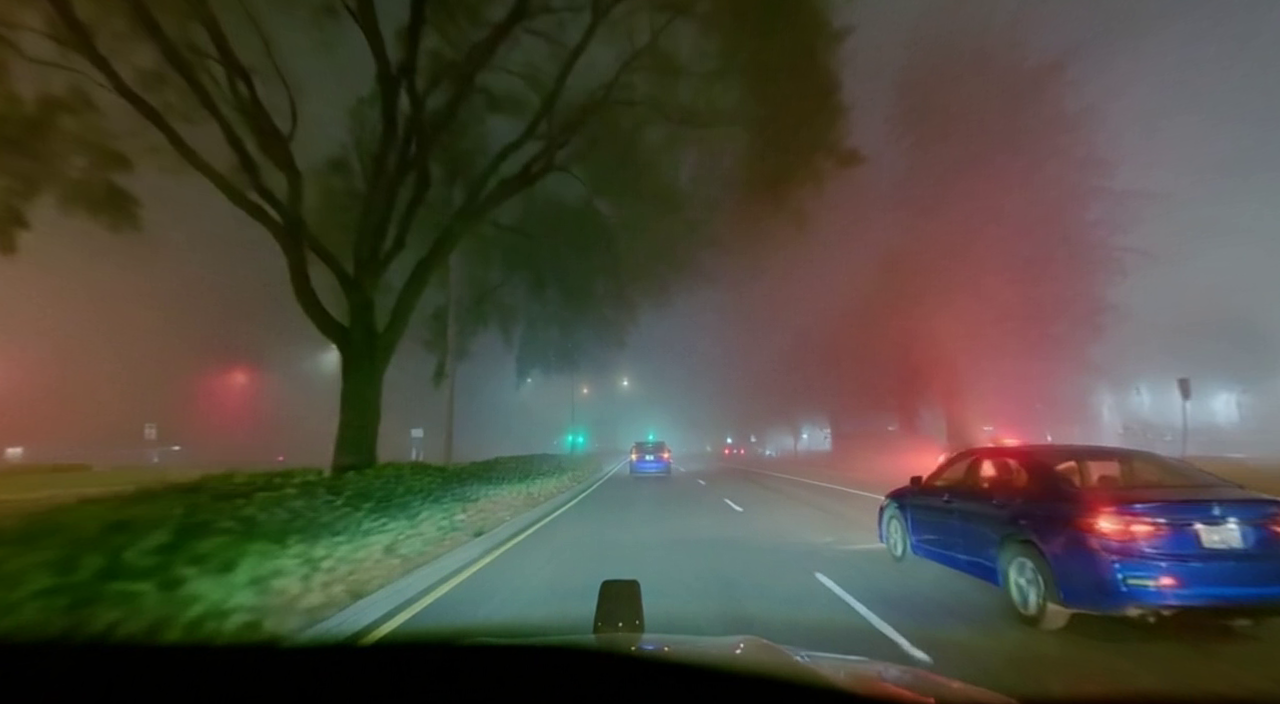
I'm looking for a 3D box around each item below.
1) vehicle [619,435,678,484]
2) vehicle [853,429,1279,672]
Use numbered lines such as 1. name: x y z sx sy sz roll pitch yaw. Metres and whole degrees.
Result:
1. vehicle: 0.250 4.134 24.620 2.085 1.693 4.301 0 -8 -2
2. vehicle: 3.782 1.501 5.999 1.918 1.418 4.360 0 -8 -1
